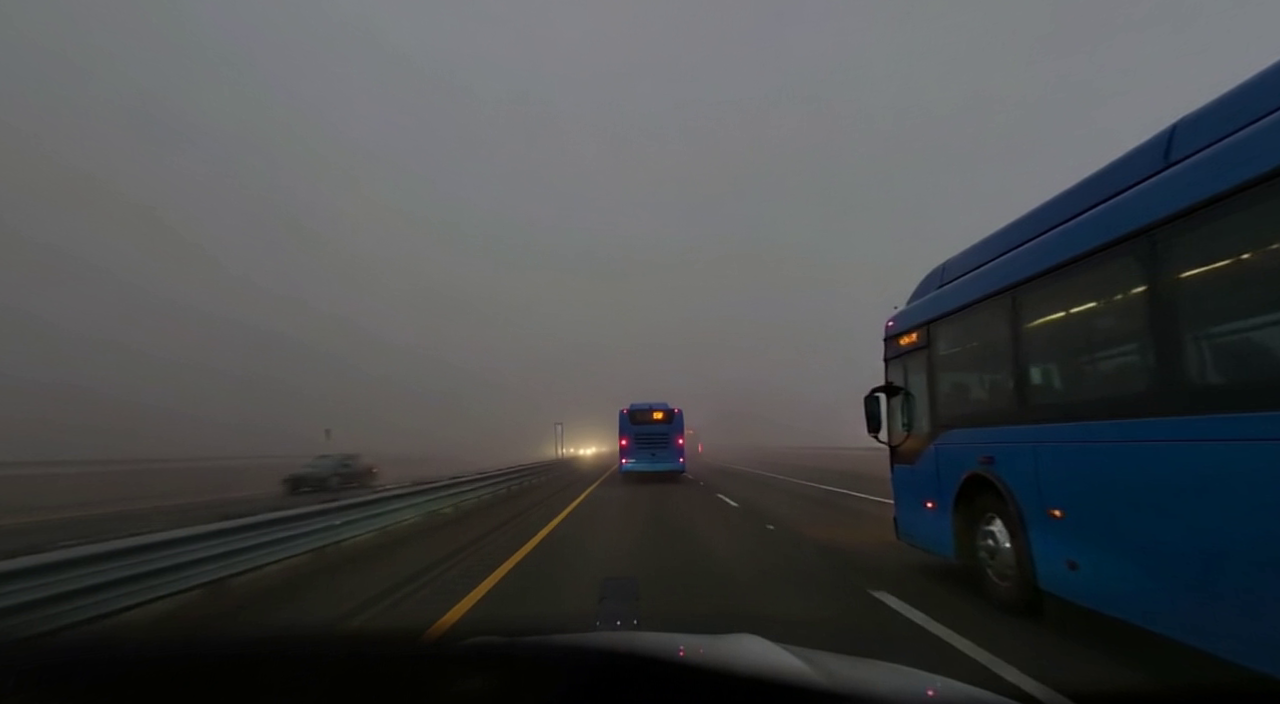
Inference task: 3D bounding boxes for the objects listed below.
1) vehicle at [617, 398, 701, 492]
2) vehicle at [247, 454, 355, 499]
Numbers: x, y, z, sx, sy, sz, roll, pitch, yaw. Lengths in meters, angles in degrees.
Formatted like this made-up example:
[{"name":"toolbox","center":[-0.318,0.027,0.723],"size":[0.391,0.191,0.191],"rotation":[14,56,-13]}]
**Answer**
[{"name":"vehicle","center":[0.451,3.106,20.916],"size":[2.414,2.675,5.574],"rotation":[0,-9,-2]},{"name":"vehicle","center":[-12.959,4.751,24.278],"size":[1.878,1.491,4.103],"rotation":[-1,-9,0]}]
